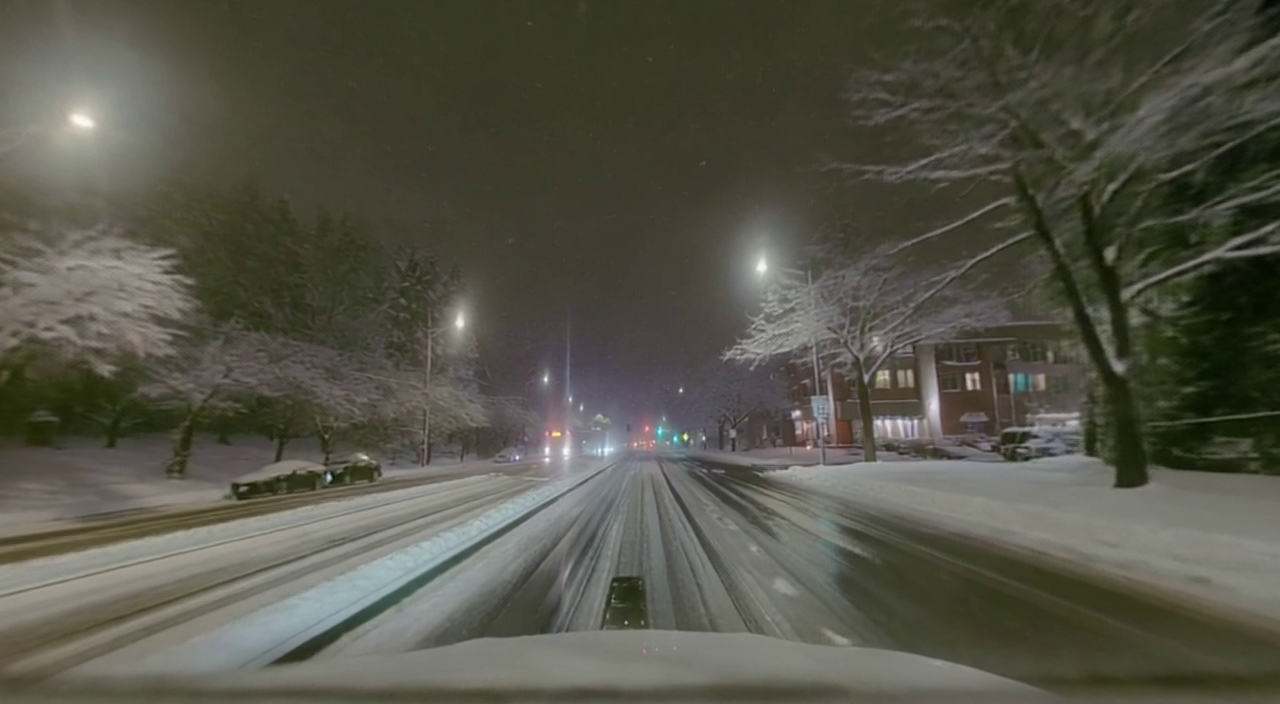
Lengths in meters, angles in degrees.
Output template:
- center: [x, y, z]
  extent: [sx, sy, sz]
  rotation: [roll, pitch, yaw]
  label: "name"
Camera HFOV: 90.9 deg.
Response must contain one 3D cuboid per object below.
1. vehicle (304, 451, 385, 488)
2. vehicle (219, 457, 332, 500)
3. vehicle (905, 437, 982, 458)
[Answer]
- center: [-13.961, 5.564, 30.070]
  extent: [1.816, 1.567, 3.957]
  rotation: [-1, -8, 2]
  label: "vehicle"
- center: [-14.036, 4.868, 24.587]
  extent: [1.835, 1.434, 4.325]
  rotation: [0, -8, 0]
  label: "vehicle"
- center: [21.419, 6.764, 44.577]
  extent: [4.404, 1.440, 1.900]
  rotation: [0, -8, 0]
  label: "vehicle"
